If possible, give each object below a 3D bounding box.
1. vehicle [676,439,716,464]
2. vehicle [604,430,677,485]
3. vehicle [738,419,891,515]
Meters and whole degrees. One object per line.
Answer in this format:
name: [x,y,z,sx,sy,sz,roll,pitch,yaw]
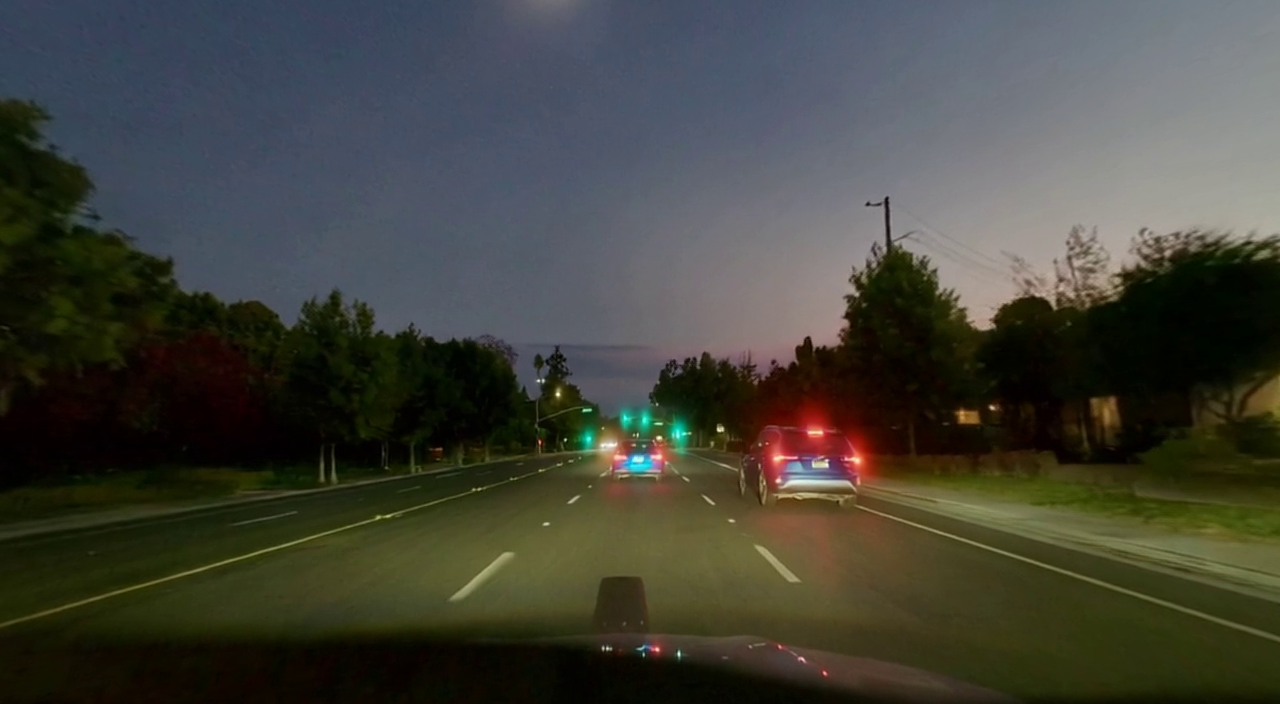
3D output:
vehicle: [3.409,6.224,39.406,2.099,1.463,4.130,0,-8,0]
vehicle: [0.026,3.520,21.271,2.200,1.653,4.127,0,-8,1]
vehicle: [3.486,2.409,13.649,2.024,1.711,4.512,0,-8,0]
